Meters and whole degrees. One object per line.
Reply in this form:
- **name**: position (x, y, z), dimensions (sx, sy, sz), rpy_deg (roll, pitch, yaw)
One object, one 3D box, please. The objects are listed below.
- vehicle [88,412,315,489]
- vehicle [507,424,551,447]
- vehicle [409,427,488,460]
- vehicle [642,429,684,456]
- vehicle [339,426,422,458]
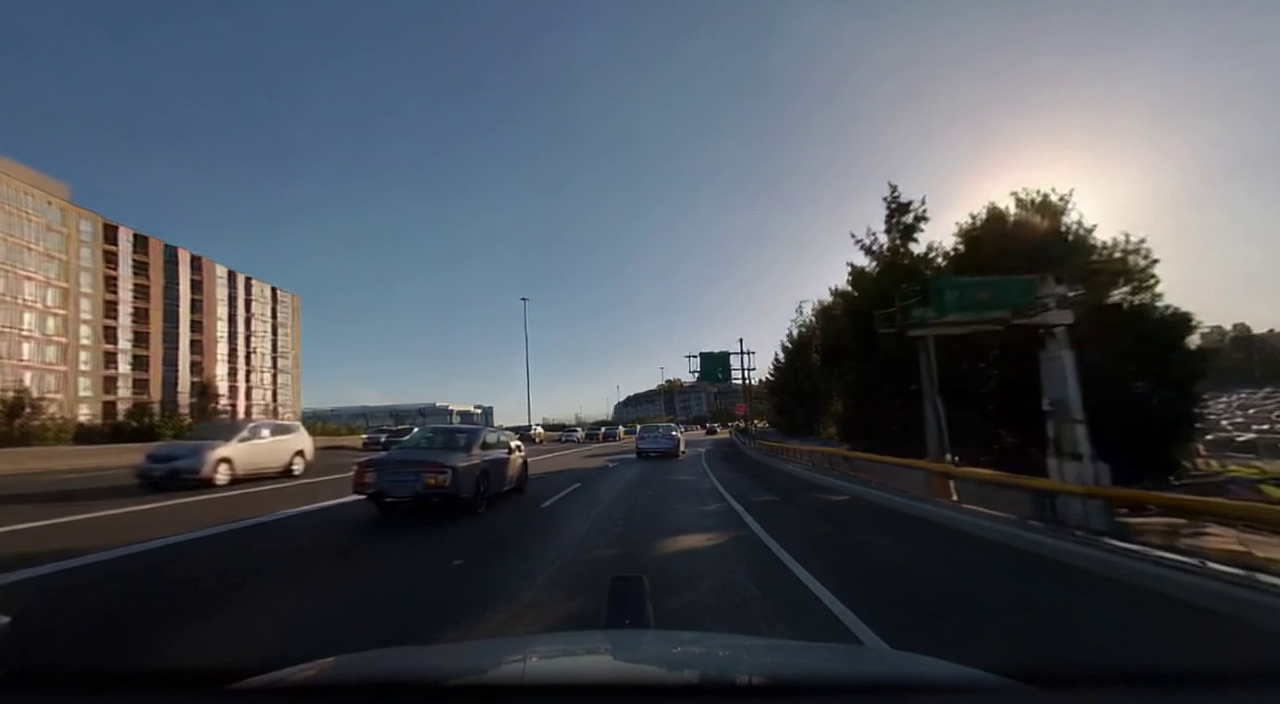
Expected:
- **vehicle**: position (-10.203, 2.360, 15.265), dimensions (1.943, 1.536, 4.656), rpy_deg (-1, -8, 3)
- **vehicle**: position (-8.037, 6.153, 46.023), dimensions (1.982, 1.586, 4.452), rpy_deg (-1, -8, 7)
- **vehicle**: position (-9.237, 4.473, 30.826), dimensions (2.020, 1.470, 4.639), rpy_deg (-1, -8, 6)
- **vehicle**: position (1.405, 5.339, 37.073), dimensions (2.035, 1.460, 4.497), rpy_deg (-2, -8, 7)
- **vehicle**: position (-13.128, 4.616, 32.239), dimensions (1.930, 1.480, 4.663), rpy_deg (-1, -8, 5)
